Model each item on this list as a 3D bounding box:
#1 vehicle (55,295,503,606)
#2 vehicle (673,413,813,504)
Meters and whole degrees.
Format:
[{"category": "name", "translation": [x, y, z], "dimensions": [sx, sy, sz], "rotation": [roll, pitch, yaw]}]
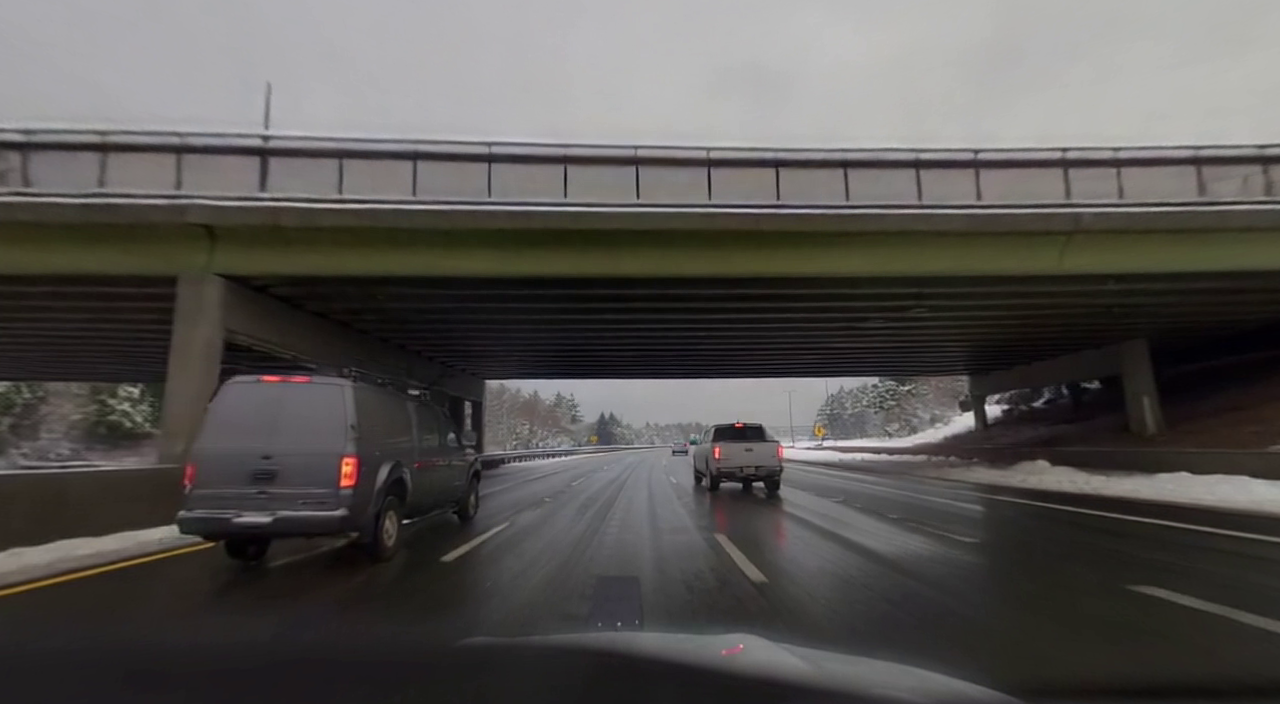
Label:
[{"category": "vehicle", "translation": [-3.729, 1.271, 8.517], "dimensions": [2.369, 2.682, 6.088], "rotation": [0, -9, 0]}, {"category": "vehicle", "translation": [2.492, 2.864, 17.365], "dimensions": [2.693, 2.044, 5.882], "rotation": [0, -9, -2]}]
